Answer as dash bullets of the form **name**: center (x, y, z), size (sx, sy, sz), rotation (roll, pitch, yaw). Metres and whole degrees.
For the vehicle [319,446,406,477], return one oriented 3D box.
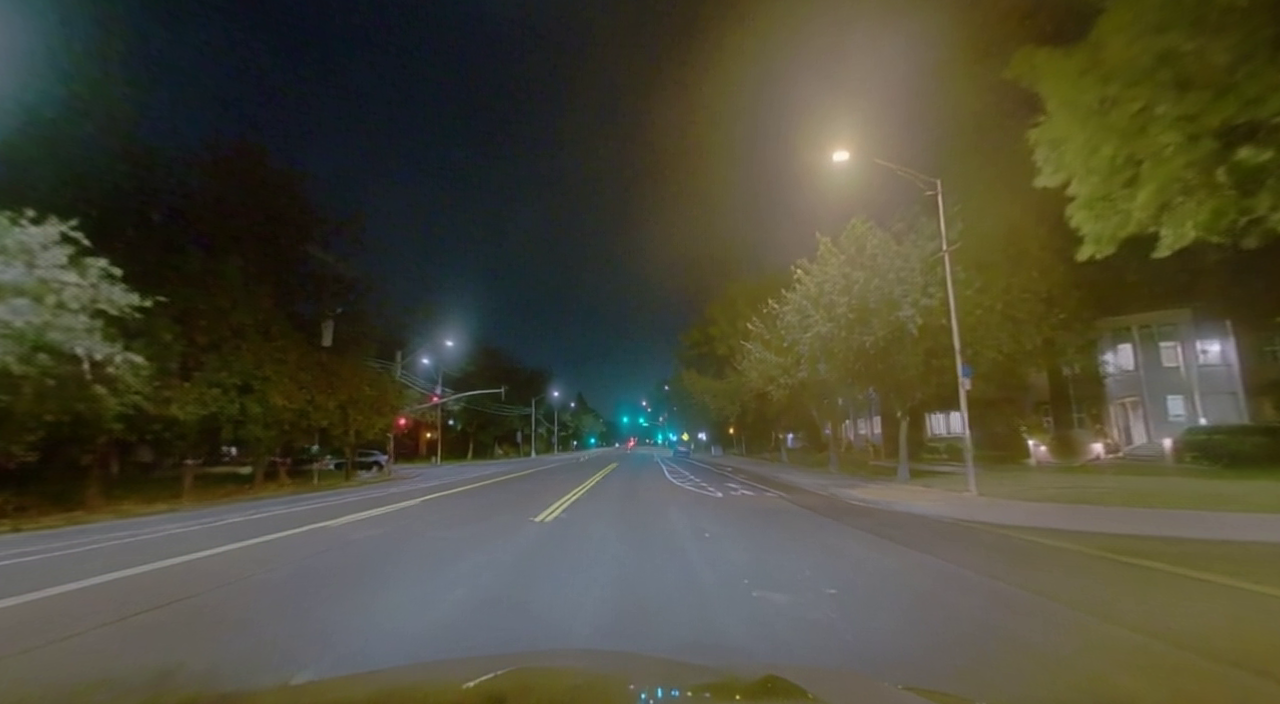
- **vehicle**: center (-21.667, 8.564, 49.331), size (5.841, 1.902, 2.244), rotation (-5, -8, 4)

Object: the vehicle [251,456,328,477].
- **vehicle**: center (-27.506, 9.002, 49.526), size (4.696, 1.518, 2.224), rotation (0, -8, -2)
